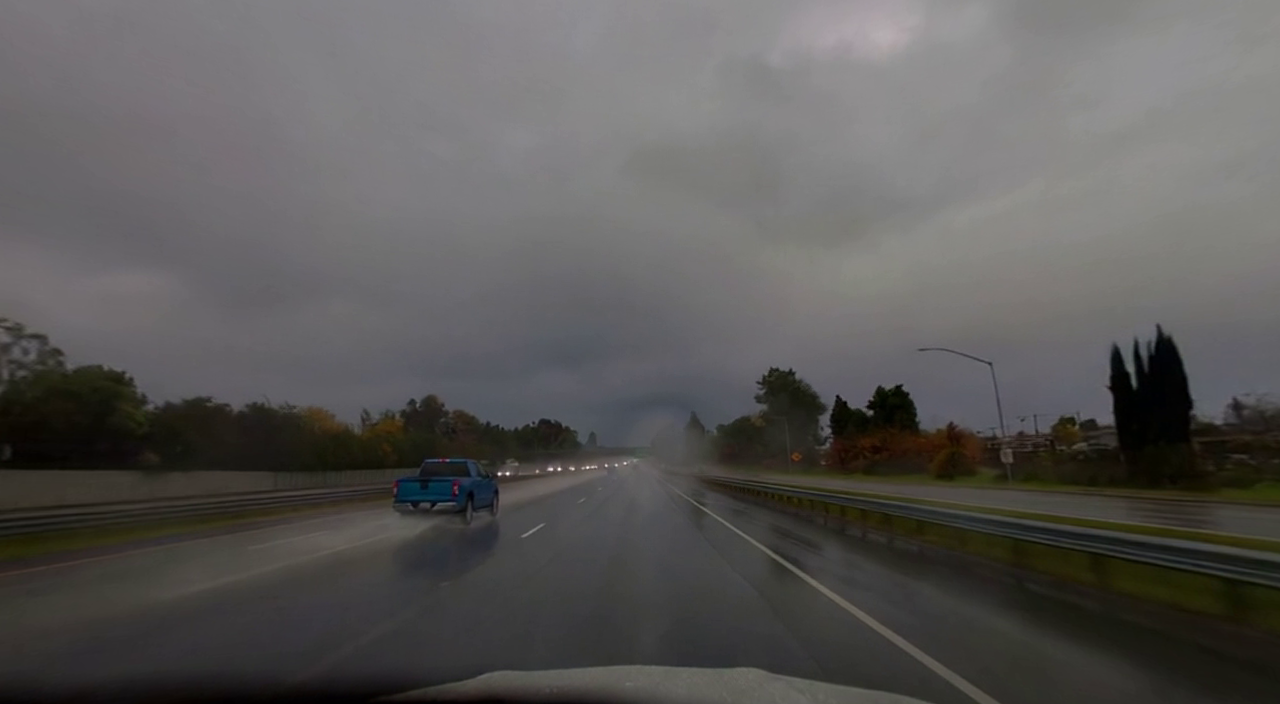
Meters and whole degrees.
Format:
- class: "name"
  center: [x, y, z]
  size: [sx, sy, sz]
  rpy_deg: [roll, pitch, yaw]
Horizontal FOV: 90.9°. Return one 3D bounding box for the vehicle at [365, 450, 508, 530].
- class: "vehicle"
  center: [-4.462, 3.100, 14.526]
  size: [1.914, 1.534, 4.015]
  rpy_deg: [1, -10, 0]
